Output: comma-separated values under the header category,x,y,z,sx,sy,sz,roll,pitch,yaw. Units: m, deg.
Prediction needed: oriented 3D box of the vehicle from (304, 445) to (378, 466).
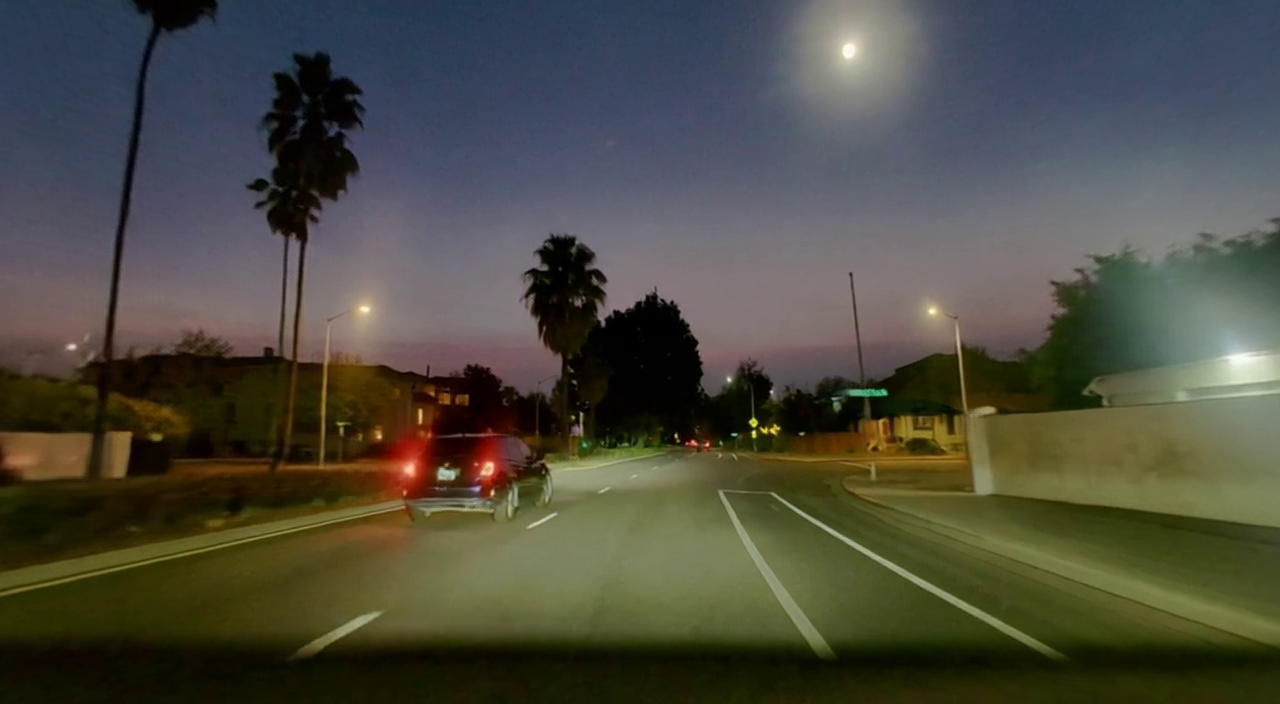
category,x,y,z,sx,sy,sz,roll,pitch,yaw
vehicle,-22.681,7.831,47.877,4.776,1.491,1.991,-2,-8,11

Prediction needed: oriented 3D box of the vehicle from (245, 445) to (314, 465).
category,x,y,z,sx,sy,sz,roll,pitch,yaw
vehicle,-28.222,8.020,49.359,4.447,1.484,1.845,-1,-8,10

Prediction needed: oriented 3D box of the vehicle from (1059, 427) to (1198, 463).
category,x,y,z,sx,sy,sz,roll,pitch,yaw
vehicle,20.985,4.026,27.343,4.318,1.451,1.915,-4,-9,23

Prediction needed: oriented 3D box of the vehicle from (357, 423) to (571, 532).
category,x,y,z,sx,sy,sz,roll,pitch,yaw
vehicle,-2.749,2.107,11.255,2.075,1.498,4.730,-1,-8,5
